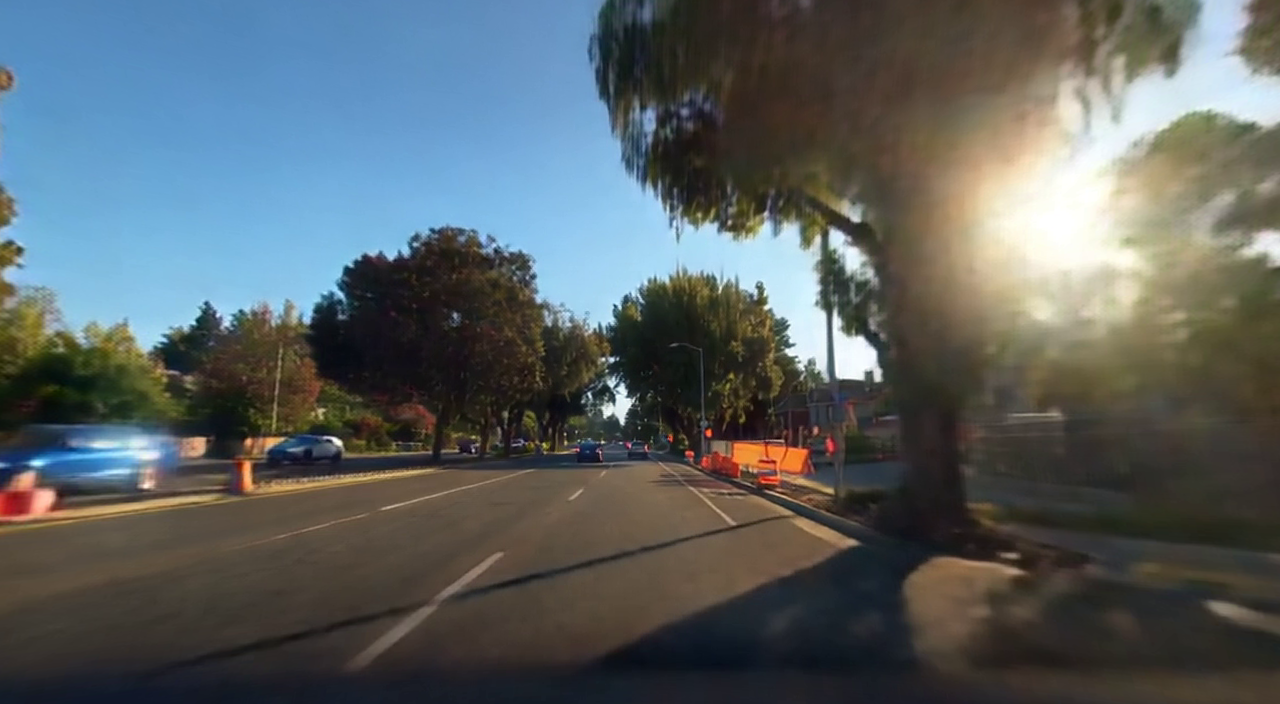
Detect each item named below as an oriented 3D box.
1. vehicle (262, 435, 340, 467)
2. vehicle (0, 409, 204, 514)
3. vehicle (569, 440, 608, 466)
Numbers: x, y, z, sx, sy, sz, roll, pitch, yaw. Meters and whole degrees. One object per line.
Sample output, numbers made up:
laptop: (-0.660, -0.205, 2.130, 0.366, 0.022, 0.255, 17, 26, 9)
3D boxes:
vehicle: (-20.787, 6.091, 38.873, 2.046, 1.823, 4.753, 0, -9, 1)
vehicle: (-11.105, 2.075, 12.328, 2.014, 1.674, 4.337, 0, -9, 0)
vehicle: (-3.412, 6.854, 42.746, 2.198, 1.663, 4.519, 0, -9, 1)
